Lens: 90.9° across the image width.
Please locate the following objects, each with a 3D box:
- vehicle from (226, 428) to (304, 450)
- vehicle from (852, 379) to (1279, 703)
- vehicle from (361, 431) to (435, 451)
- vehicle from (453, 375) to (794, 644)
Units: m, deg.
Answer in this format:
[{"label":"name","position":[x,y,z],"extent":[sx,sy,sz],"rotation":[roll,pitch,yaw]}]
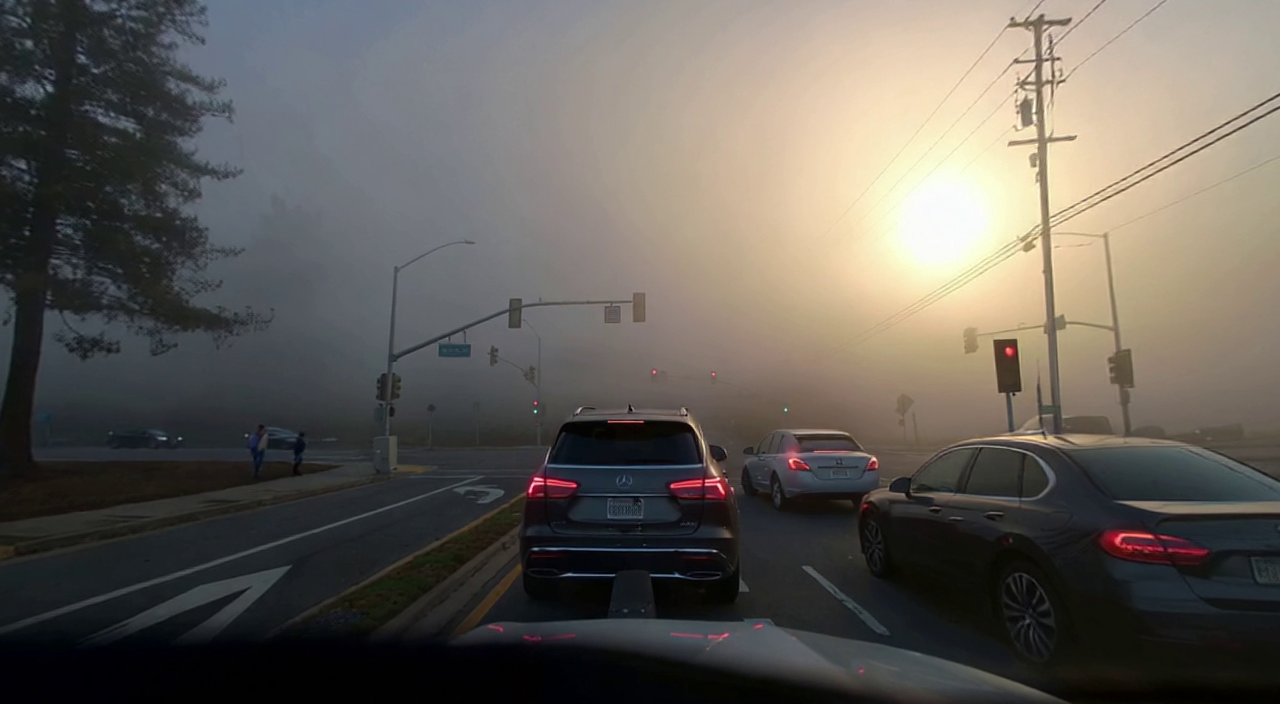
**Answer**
[{"label":"vehicle","position":[-27.996,6.524,47.213],"extent":[4.587,1.639,1.878],"rotation":[0,-8,0]},{"label":"vehicle","position":[3.553,1.299,5.471],"extent":[1.948,1.677,4.437],"rotation":[0,-8,1]},{"label":"vehicle","position":[-17.752,6.554,46.363],"extent":[4.607,1.478,1.995],"rotation":[0,-8,0]},{"label":"vehicle","position":[-0.159,1.374,6.533],"extent":[2.271,1.786,4.443],"rotation":[0,-8,-1]}]
